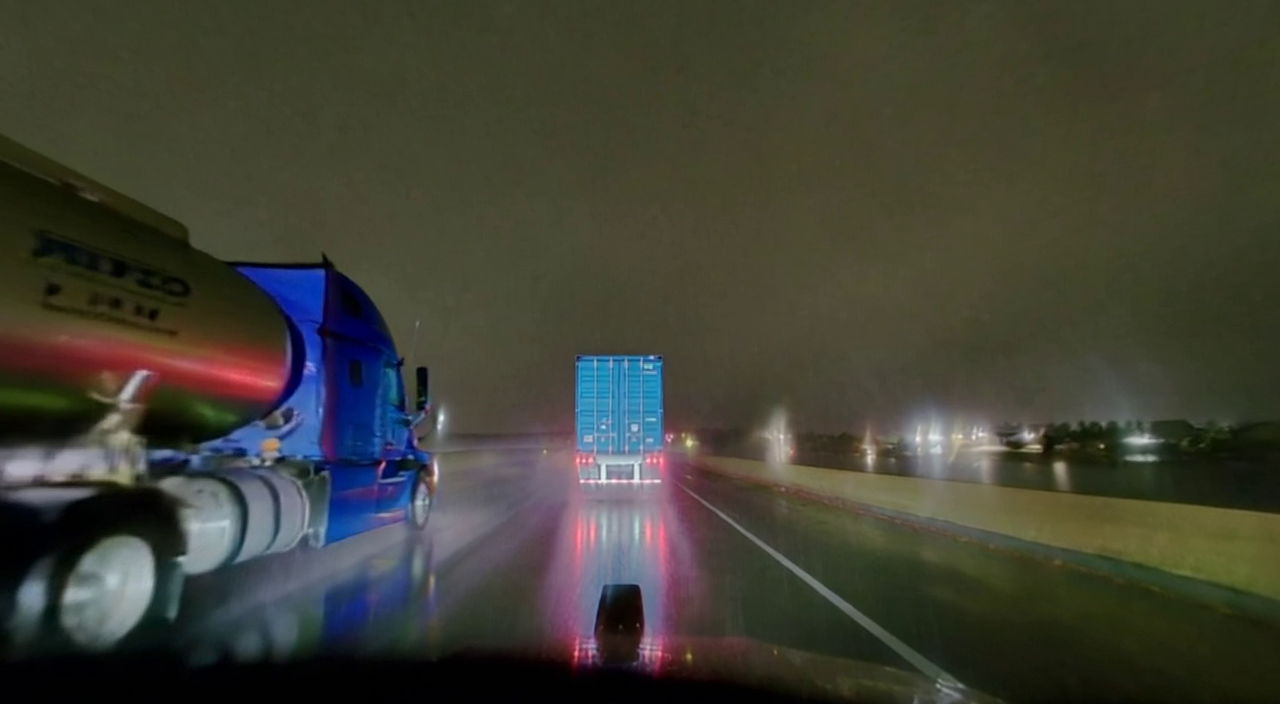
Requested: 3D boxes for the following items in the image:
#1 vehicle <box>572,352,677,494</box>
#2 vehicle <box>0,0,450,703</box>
[{"bbox_3d":[-0.416,2.828,23.448,2.942,4.003,11.297,0,-9,0],"label":"vehicle"},{"bbox_3d":[-4.201,0.305,5.082,3.418,3.652,5.690,0,-9,1],"label":"vehicle"}]
